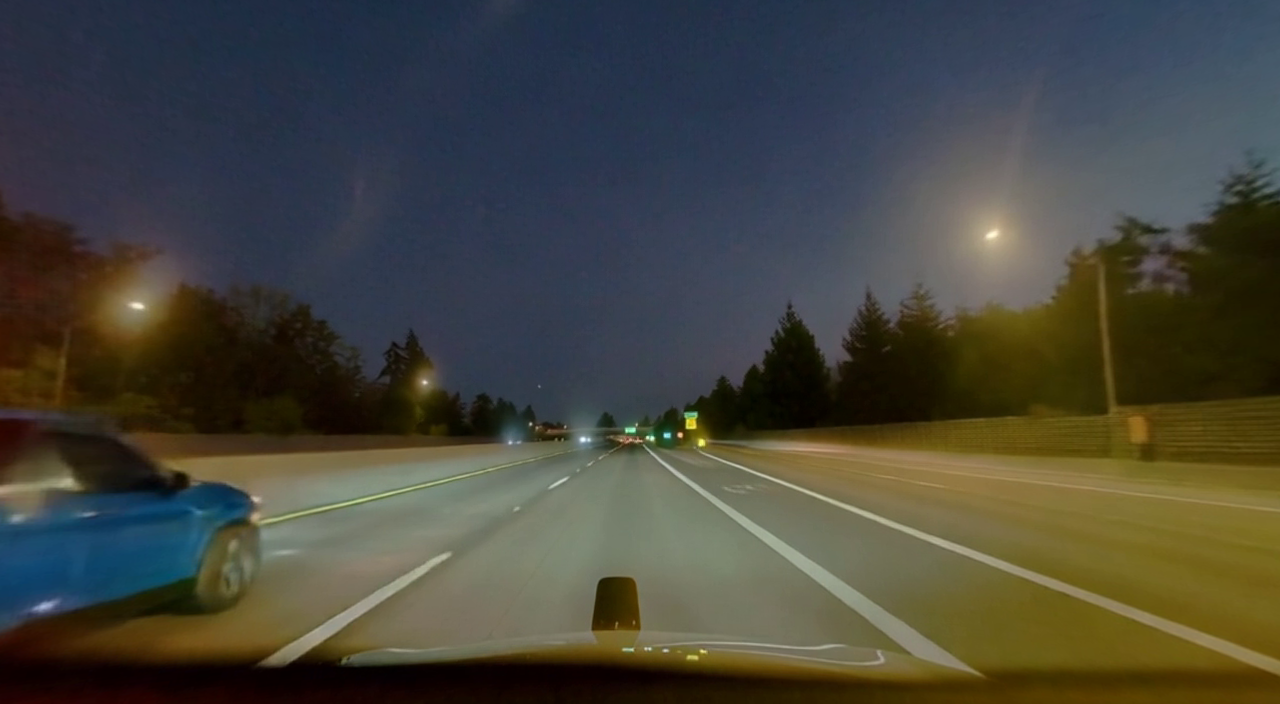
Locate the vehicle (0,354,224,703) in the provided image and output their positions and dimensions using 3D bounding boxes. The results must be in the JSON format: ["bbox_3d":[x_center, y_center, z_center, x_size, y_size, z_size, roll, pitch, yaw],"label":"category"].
[{"bbox_3d":[-3.937,0.750,2.178,2.129,1.641,4.263,0,-7,-1],"label":"vehicle"}]
